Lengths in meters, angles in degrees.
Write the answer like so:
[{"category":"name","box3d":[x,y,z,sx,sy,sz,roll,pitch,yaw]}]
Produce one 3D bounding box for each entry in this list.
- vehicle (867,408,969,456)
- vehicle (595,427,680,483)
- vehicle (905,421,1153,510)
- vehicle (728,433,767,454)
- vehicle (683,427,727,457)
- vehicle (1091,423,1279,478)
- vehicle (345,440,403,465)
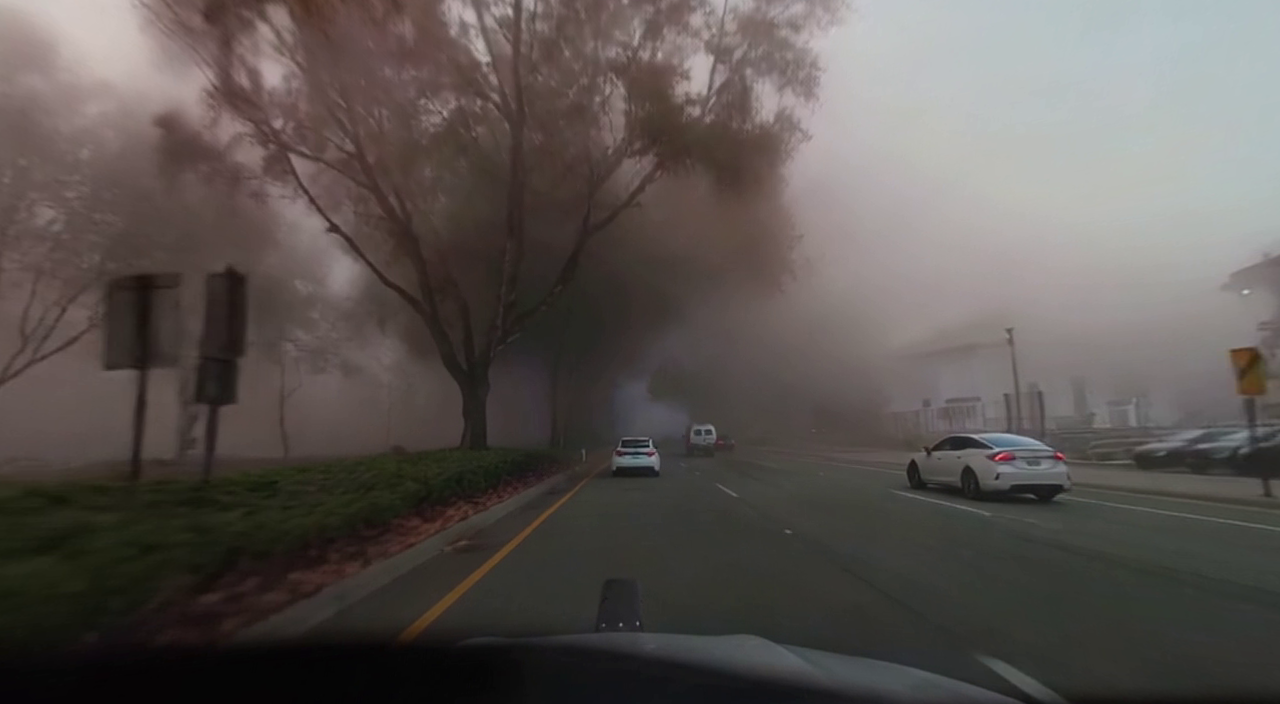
[{"category":"vehicle","box3d":[20.171,5.939,46.566,3.364,3.145,8.387,0,-8,-3]},{"category":"vehicle","box3d":[-0.094,3.070,19.173,2.289,1.471,4.477,0,-8,-1]},{"category":"vehicle","box3d":[7.538,2.239,13.006,2.111,1.493,4.639,0,-8,-1]},{"category":"vehicle","box3d":[7.765,6.626,46.020,2.061,1.460,3.948,0,-8,-1]},{"category":"vehicle","box3d":[3.911,5.546,38.941,2.188,1.760,4.297,0,-8,-1]},{"category":"vehicle","box3d":[20.893,3.708,24.103,2.430,1.809,6.424,0,-8,-2]},{"category":"vehicle","box3d":[-20.168,7.602,48.085,2.277,1.777,4.993,0,-8,-1]}]
